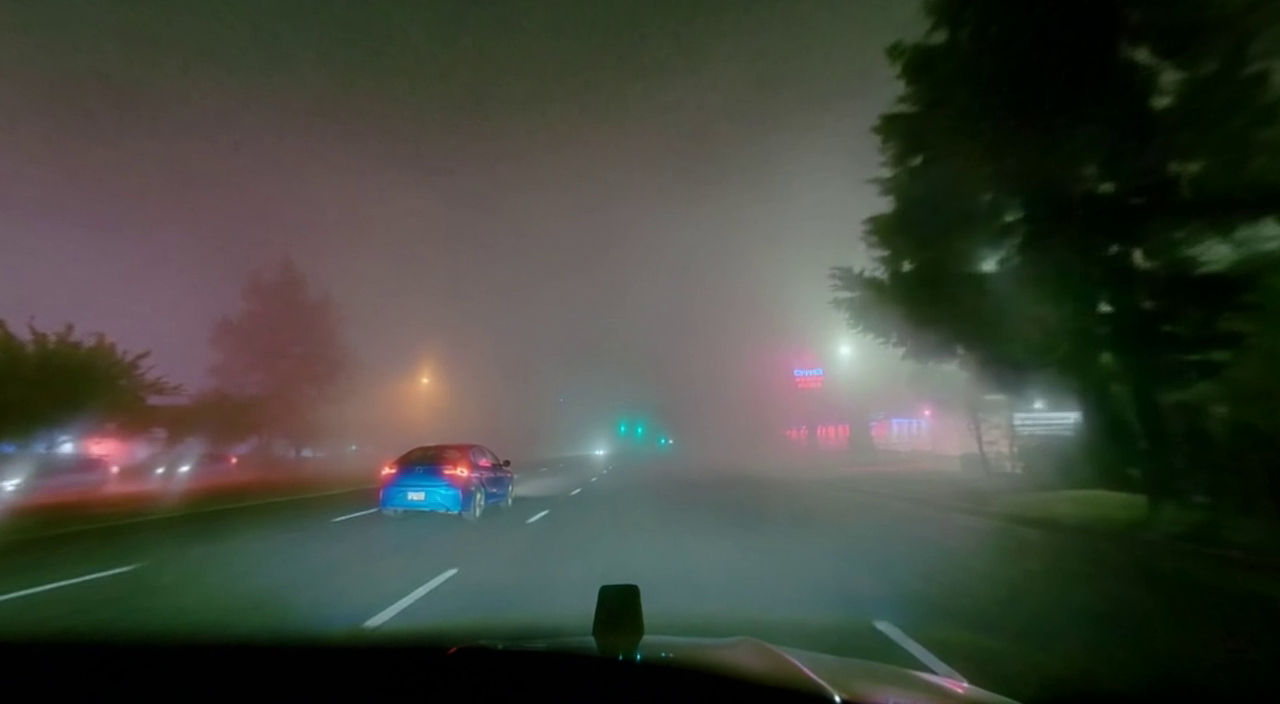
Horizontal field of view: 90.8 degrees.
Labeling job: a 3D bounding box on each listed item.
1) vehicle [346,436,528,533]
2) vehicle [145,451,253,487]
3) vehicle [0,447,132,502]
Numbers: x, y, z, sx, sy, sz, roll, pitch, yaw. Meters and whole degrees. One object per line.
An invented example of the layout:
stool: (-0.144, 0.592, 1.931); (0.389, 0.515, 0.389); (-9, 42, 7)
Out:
vehicle: (-3.491, 2.353, 11.839); (2.005, 1.477, 4.169); (0, -8, 0)
vehicle: (-22.773, 6.019, 32.906); (2.031, 1.699, 5.011); (0, -8, -1)
vehicle: (-22.823, 4.676, 24.686); (1.986, 1.897, 4.636); (0, -8, 0)
